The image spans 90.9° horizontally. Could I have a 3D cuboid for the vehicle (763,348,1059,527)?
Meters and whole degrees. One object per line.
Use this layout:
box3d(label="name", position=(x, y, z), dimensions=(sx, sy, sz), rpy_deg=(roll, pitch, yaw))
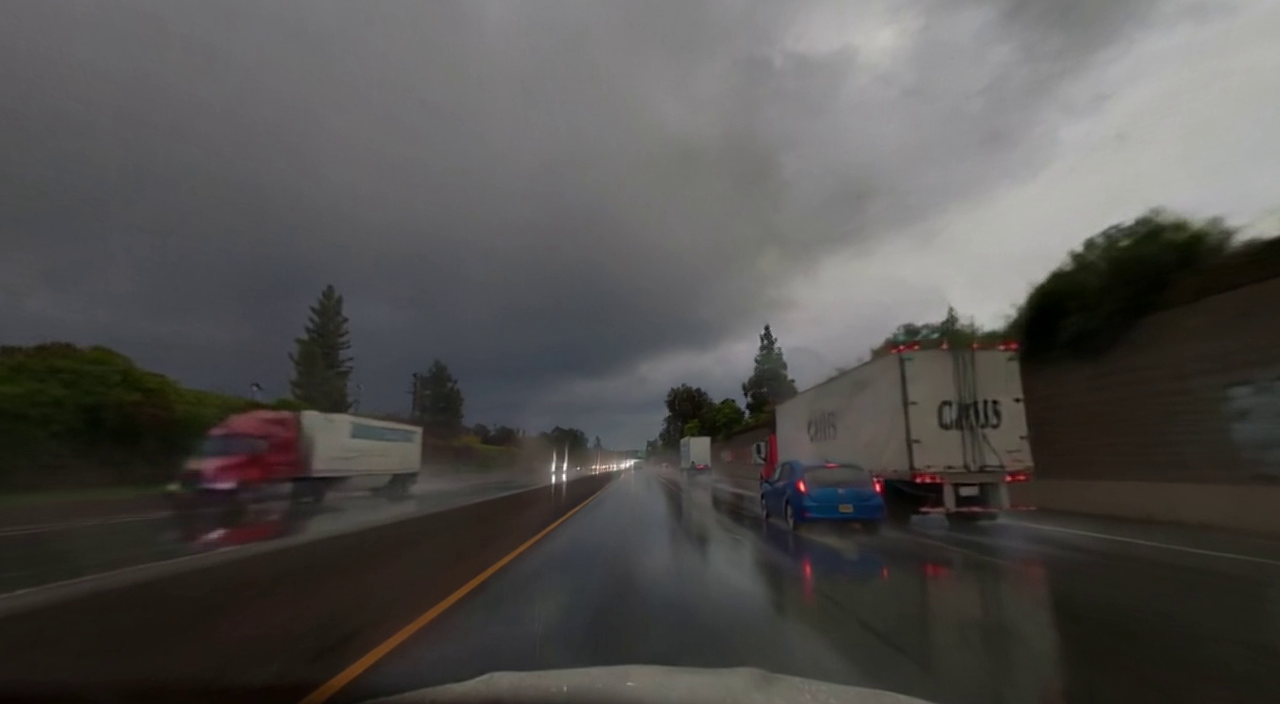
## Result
box3d(label="vehicle", position=(7.762, 3.412, 22.734), dimensions=(3.298, 4.017, 16.824), rpy_deg=(1, -10, 0))

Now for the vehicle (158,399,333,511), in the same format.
box3d(label="vehicle", position=(-16.144, 4.358, 26.489), dimensions=(3.150, 4.073, 5.938), rpy_deg=(1, -10, 0))

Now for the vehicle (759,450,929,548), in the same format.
box3d(label="vehicle", position=(3.710, 2.776, 12.218), dimensions=(2.011, 1.574, 3.512), rpy_deg=(0, -11, -1))
